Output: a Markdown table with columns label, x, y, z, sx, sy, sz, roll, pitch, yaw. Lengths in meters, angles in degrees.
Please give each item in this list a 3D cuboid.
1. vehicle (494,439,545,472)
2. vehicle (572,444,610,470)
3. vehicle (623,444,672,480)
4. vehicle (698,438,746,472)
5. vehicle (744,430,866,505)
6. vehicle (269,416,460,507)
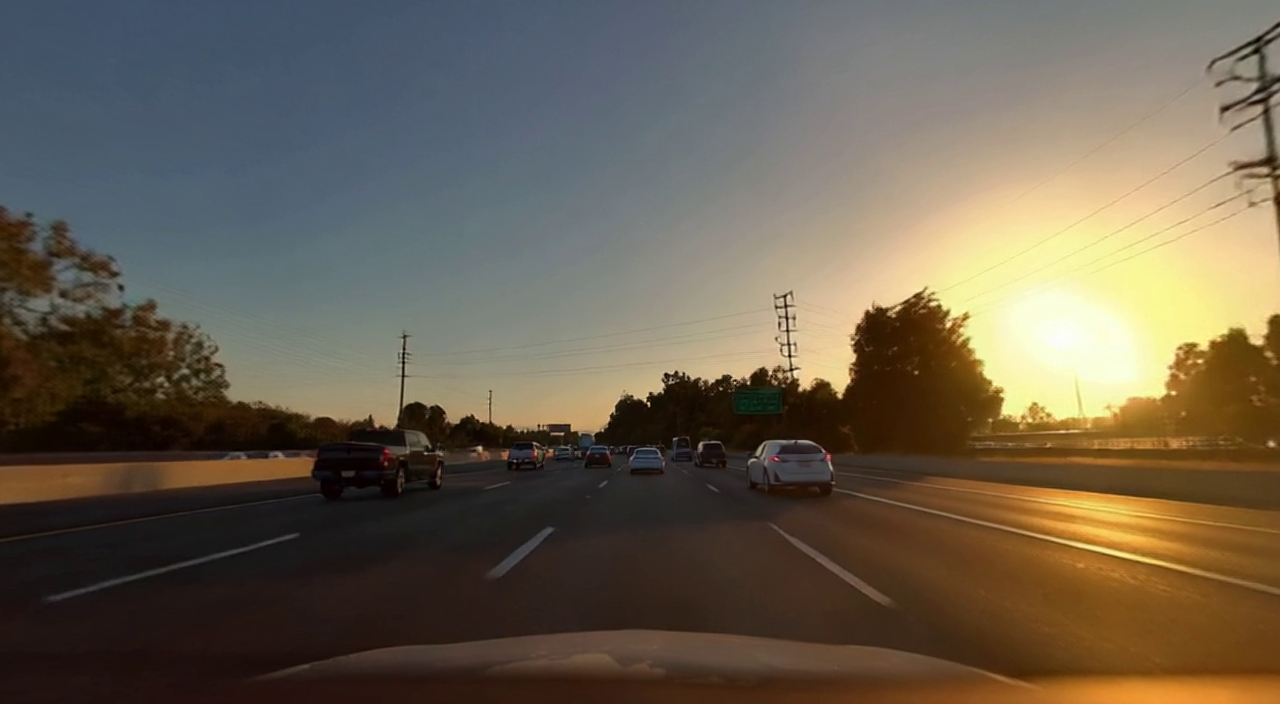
| label | x | y | z | sx | sy | sz | roll | pitch | yaw |
| --- | --- | --- | --- | --- | --- | --- | --- | --- | --- |
| vehicle | -6.654 | 5.769 | 35.266 | 1.978 | 1.680 | 4.263 | 0 | -9 | 1 |
| vehicle | -2.917 | 6.375 | 38.538 | 1.904 | 1.479 | 4.274 | 0 | -9 | 1 |
| vehicle | 0.319 | 4.735 | 27.488 | 1.966 | 1.444 | 3.986 | 0 | -8 | 0 |
| vehicle | 4.593 | 5.842 | 36.066 | 2.195 | 1.778 | 4.455 | 0 | -8 | 1 |
| vehicle | 4.108 | 2.949 | 16.557 | 2.002 | 1.691 | 4.290 | 0 | -9 | 0 |
| vehicle | -6.801 | 2.807 | 16.586 | 2.269 | 1.936 | 5.777 | 0 | -8 | 1 |
